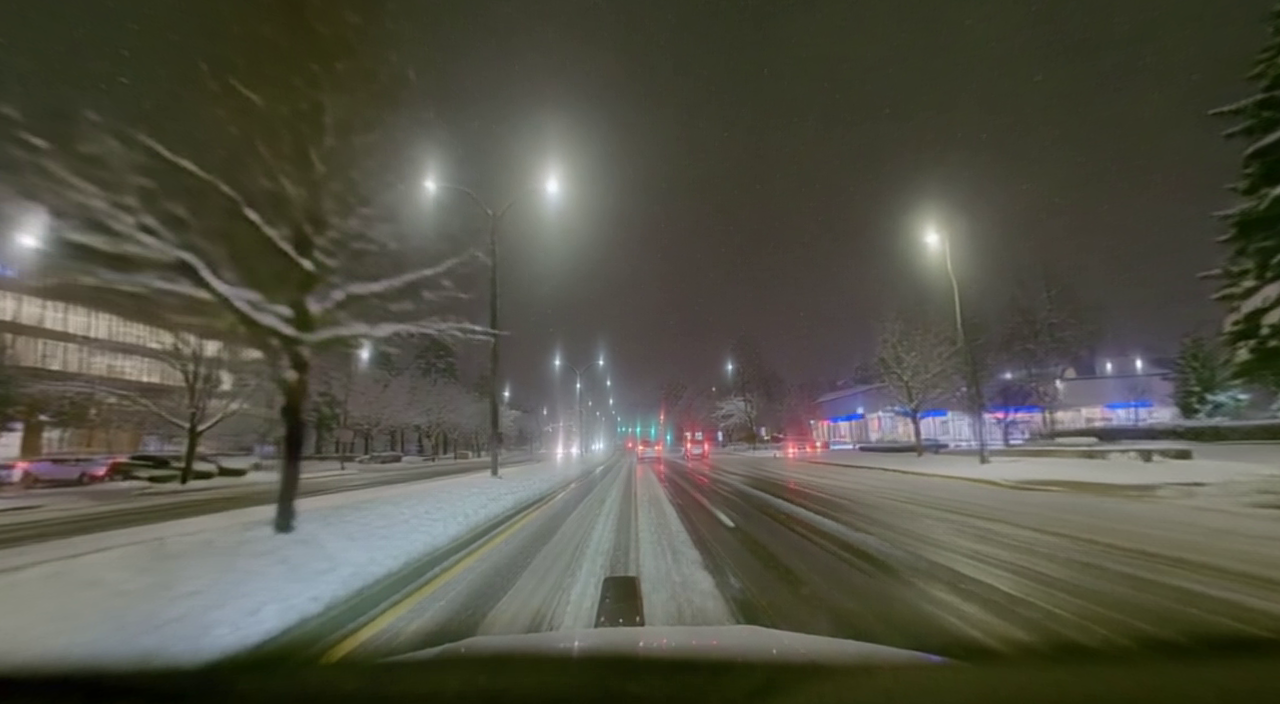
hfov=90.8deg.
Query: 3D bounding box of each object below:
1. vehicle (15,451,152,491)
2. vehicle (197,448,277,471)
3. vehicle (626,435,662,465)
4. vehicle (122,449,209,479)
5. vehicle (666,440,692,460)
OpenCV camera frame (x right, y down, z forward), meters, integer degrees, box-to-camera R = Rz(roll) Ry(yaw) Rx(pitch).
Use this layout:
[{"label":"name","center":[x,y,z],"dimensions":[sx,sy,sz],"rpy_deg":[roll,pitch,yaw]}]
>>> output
[{"label":"vehicle","center":[-25.739,5.465,29.514],"dimensions":[2.051,1.644,4.674],"rpy_deg":[0,-8,1]},{"label":"vehicle","center":[-30.216,8.067,47.458],"dimensions":[4.621,1.670,1.895],"rpy_deg":[0,-8,0]},{"label":"vehicle","center":[0.220,5.958,38.616],"dimensions":[2.100,1.683,4.231],"rpy_deg":[0,-8,0]},{"label":"vehicle","center":[-28.701,6.778,38.403],"dimensions":[1.990,1.662,4.352],"rpy_deg":[0,-8,-2]},{"label":"vehicle","center":[2.934,7.498,48.419],"dimensions":[1.685,1.441,3.795],"rpy_deg":[0,-8,-1]}]
